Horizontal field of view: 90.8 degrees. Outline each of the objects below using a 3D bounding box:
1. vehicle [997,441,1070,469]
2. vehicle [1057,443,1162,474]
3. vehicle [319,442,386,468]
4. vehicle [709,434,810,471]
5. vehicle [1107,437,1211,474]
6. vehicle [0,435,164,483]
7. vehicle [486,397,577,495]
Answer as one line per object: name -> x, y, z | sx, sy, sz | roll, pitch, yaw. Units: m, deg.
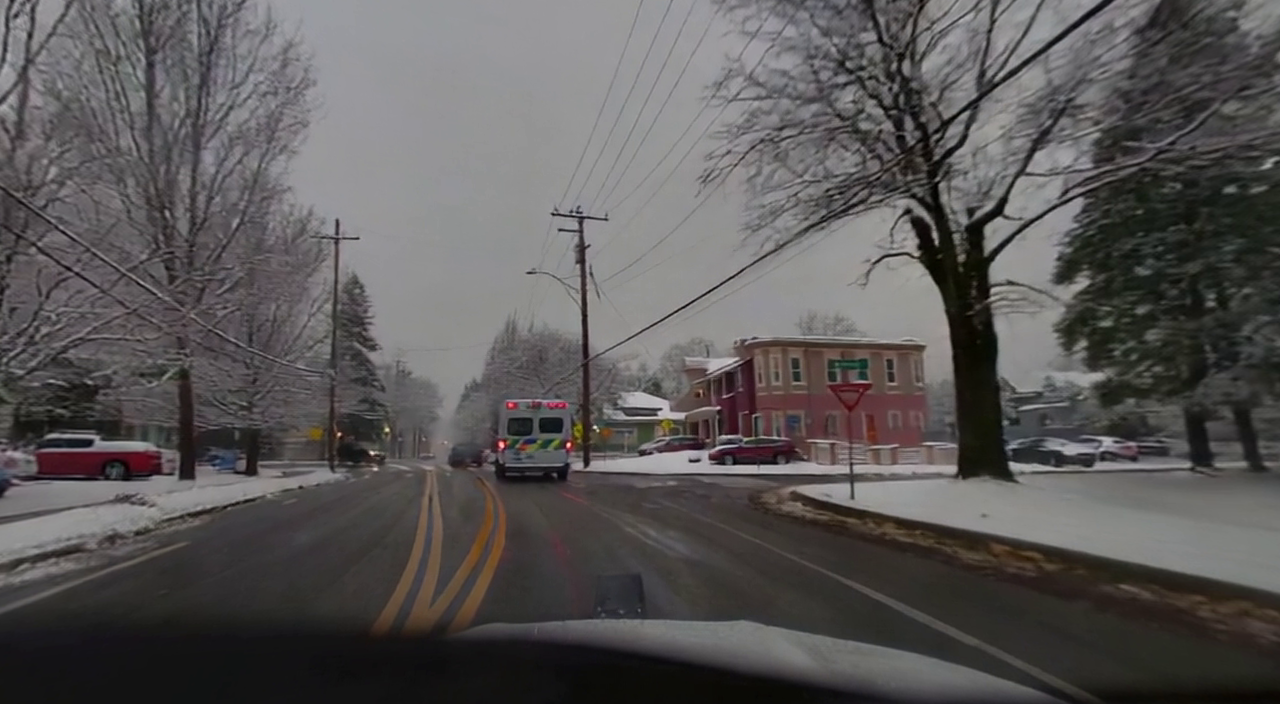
vehicle -> 25.033, 6.517, 40.386 | 1.899, 1.635, 4.603 | -1, -8, 4
vehicle -> 24.840, 5.639, 33.700 | 1.861, 1.470, 4.867 | -1, -8, 0
vehicle -> -20.702, 7.392, 45.431 | 4.502, 1.810, 2.056 | -5, -9, 28
vehicle -> 6.754, 5.739, 36.261 | 5.270, 1.966, 2.329 | -1, -8, 0
vehicle -> 27.400, 5.465, 33.566 | 1.894, 1.784, 4.355 | -1, -8, 3
vehicle -> -23.497, 4.377, 25.749 | 5.910, 1.681, 2.579 | 1, -11, -16
vehicle -> -3.512, 2.932, 19.974 | 2.444, 2.640, 5.482 | 1, -8, -12
